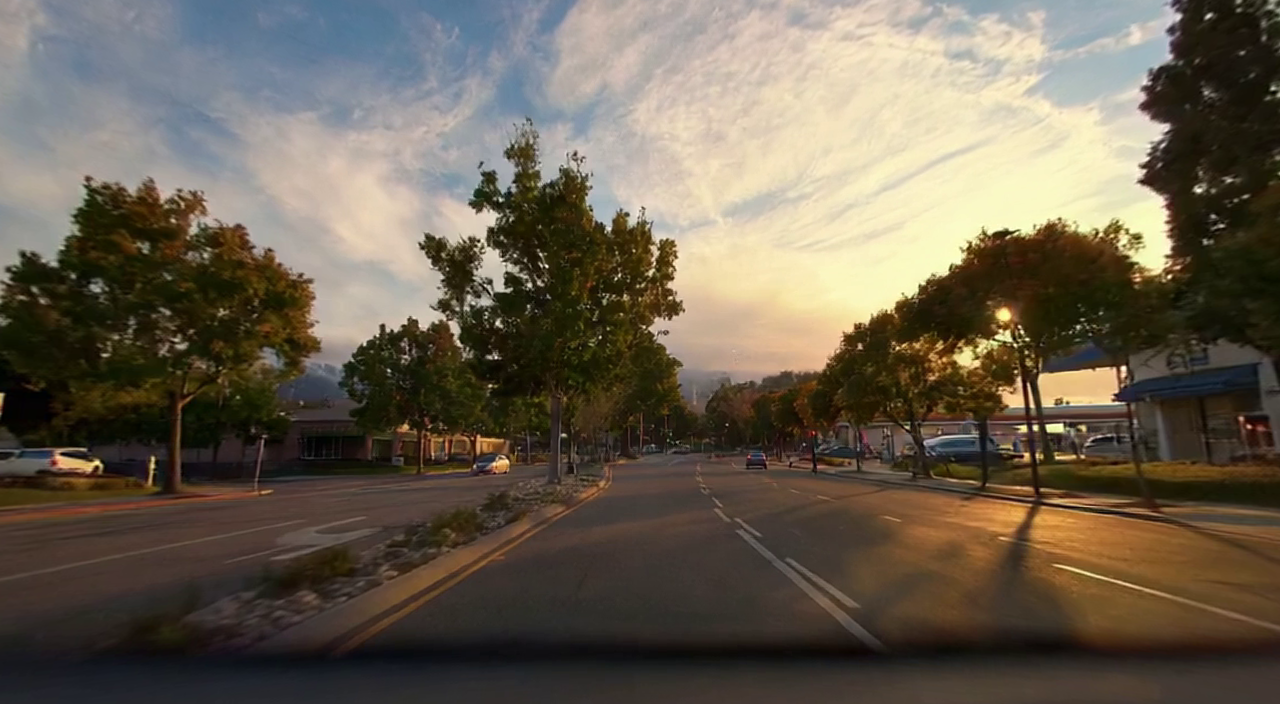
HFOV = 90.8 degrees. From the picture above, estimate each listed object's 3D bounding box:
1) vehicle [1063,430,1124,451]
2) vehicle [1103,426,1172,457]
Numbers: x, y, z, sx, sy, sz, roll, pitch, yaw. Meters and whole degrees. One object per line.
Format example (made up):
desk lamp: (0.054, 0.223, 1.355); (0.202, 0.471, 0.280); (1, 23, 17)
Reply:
vehicle: (31.003, 6.040, 43.220); (3.303, 1.375, 1.483); (2, -5, -11)
vehicle: (31.505, 5.665, 40.008); (3.449, 1.428, 1.548); (-5, -10, -19)
